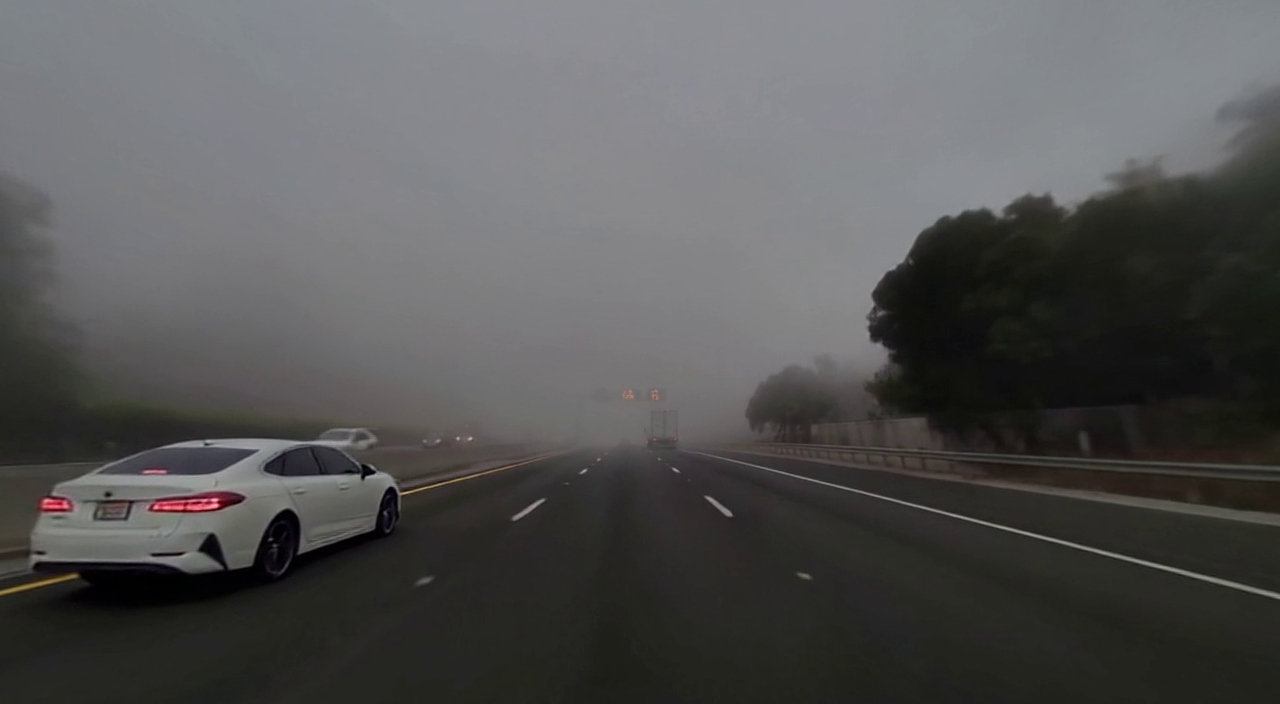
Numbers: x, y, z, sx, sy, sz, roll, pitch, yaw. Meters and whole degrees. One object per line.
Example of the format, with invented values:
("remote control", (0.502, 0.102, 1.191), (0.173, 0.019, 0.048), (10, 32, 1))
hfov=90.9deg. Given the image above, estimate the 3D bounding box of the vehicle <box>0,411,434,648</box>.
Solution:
("vehicle", (-3.712, 1.389, 6.139), (1.971, 1.444, 4.401), (0, -8, -1))
